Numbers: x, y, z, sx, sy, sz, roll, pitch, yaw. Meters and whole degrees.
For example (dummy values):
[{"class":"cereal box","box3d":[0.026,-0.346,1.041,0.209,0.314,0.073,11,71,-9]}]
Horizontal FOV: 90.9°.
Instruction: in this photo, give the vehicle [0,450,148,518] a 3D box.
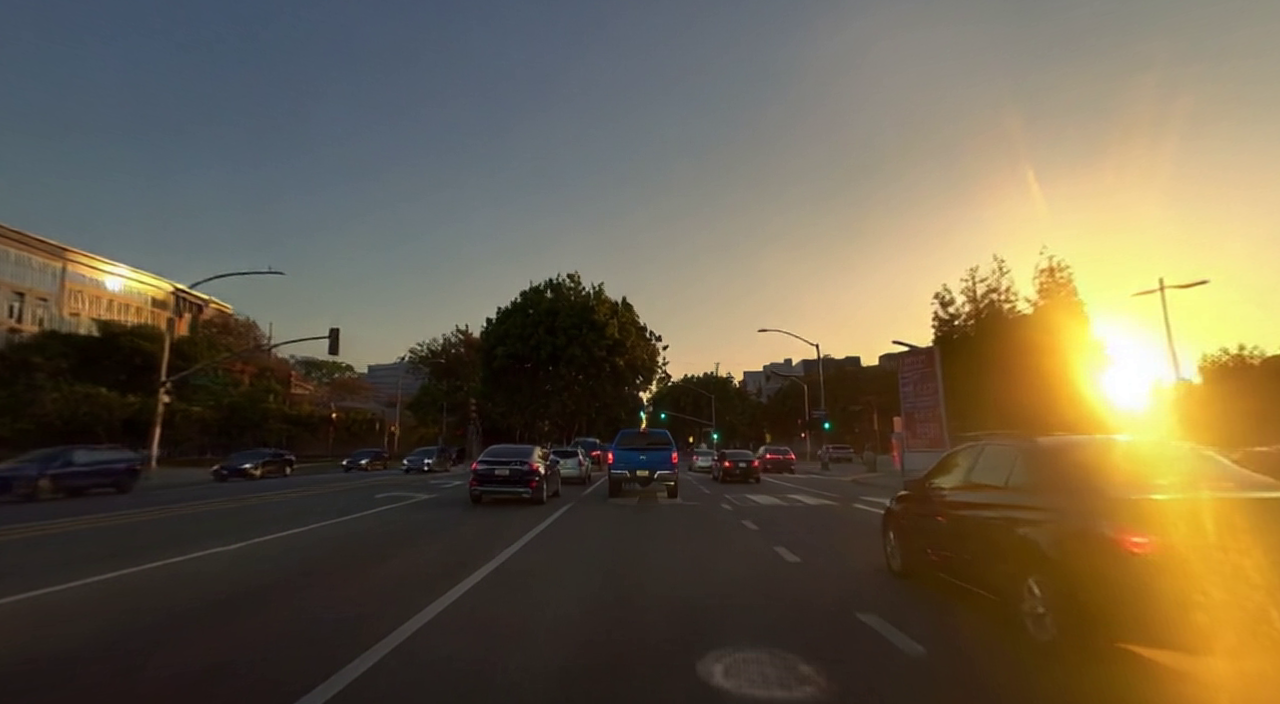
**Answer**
[{"class":"vehicle","box3d":[-15.230,3.237,15.884,1.897,1.461,4.602,0,-8,1]}]

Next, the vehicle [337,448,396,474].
[{"class":"vehicle","box3d":[-18.476,7.365,42.803,2.025,1.625,4.527,0,-8,0]}]

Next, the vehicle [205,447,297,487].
[{"class":"vehicle","box3d":[-17.816,5.241,29.120,1.985,1.642,4.081,1,-9,-6]}]

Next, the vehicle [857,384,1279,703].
[{"class":"vehicle","box3d":[3.399,1.258,4.890,1.955,1.628,4.152,0,-8,0]}]

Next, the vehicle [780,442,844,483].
[{"class":"vehicle","box3d":[8.778,5.636,32.571,2.126,1.820,4.521,3,-8,2]}]

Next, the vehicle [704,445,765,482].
[{"class":"vehicle","box3d":[4.072,4.875,27.946,1.968,1.472,4.456,0,-8,0]}]

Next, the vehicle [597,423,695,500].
[{"class":"vehicle","box3d":[0.125,3.149,18.564,2.493,1.934,4.957,0,-8,0]}]

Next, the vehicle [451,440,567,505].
[{"class":"vehicle","box3d":[-3.259,3.104,16.704,1.986,1.465,4.509,0,-8,2]}]

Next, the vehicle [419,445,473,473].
[{"class":"vehicle","box3d":[-12.362,6.804,40.436,2.054,1.662,4.384,0,-8,0]}]
